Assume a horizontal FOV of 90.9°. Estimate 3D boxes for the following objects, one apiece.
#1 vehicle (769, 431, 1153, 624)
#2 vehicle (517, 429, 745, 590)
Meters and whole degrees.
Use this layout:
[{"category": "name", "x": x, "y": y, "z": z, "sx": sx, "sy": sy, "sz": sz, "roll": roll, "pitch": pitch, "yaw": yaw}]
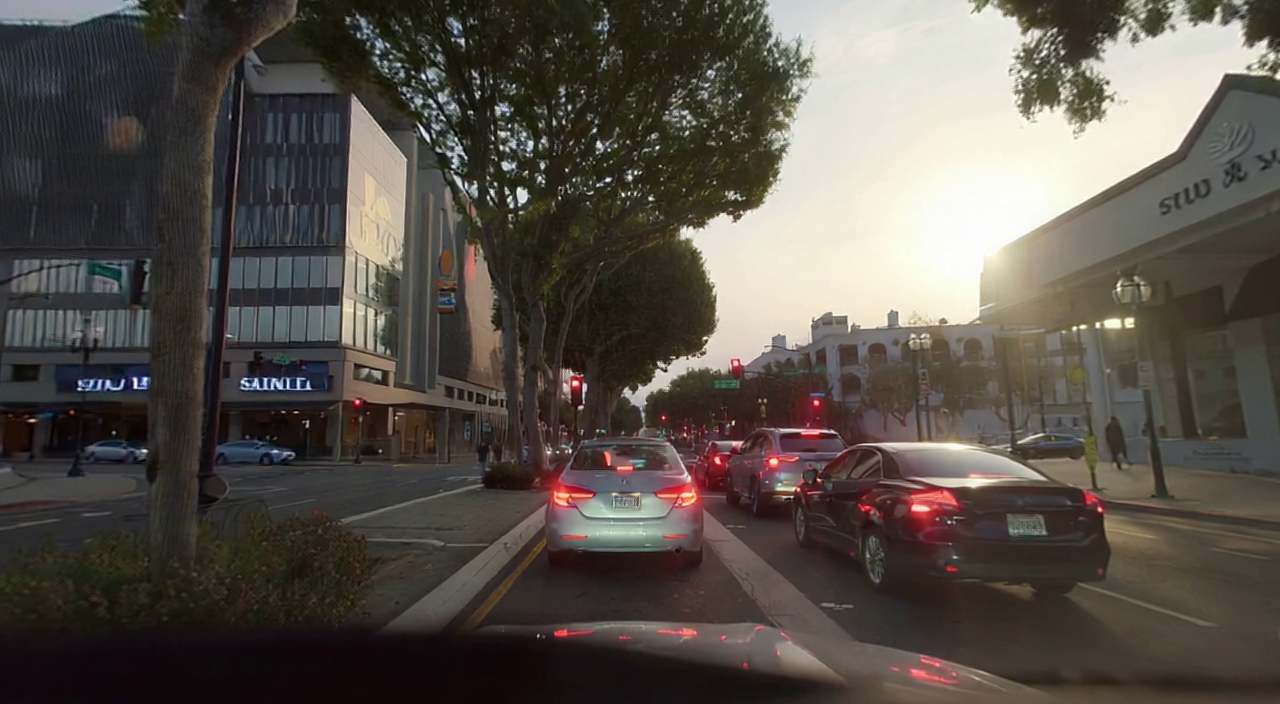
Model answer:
[{"category": "vehicle", "x": 2.901, "y": 1.652, "z": 6.998, "sx": 1.893, "sy": 1.446, "sz": 4.270, "roll": 0, "pitch": -8, "yaw": -2}, {"category": "vehicle", "x": -0.097, "y": 1.755, "z": 7.925, "sx": 2.087, "sy": 1.456, "sz": 4.143, "roll": 0, "pitch": -8, "yaw": -1}]
